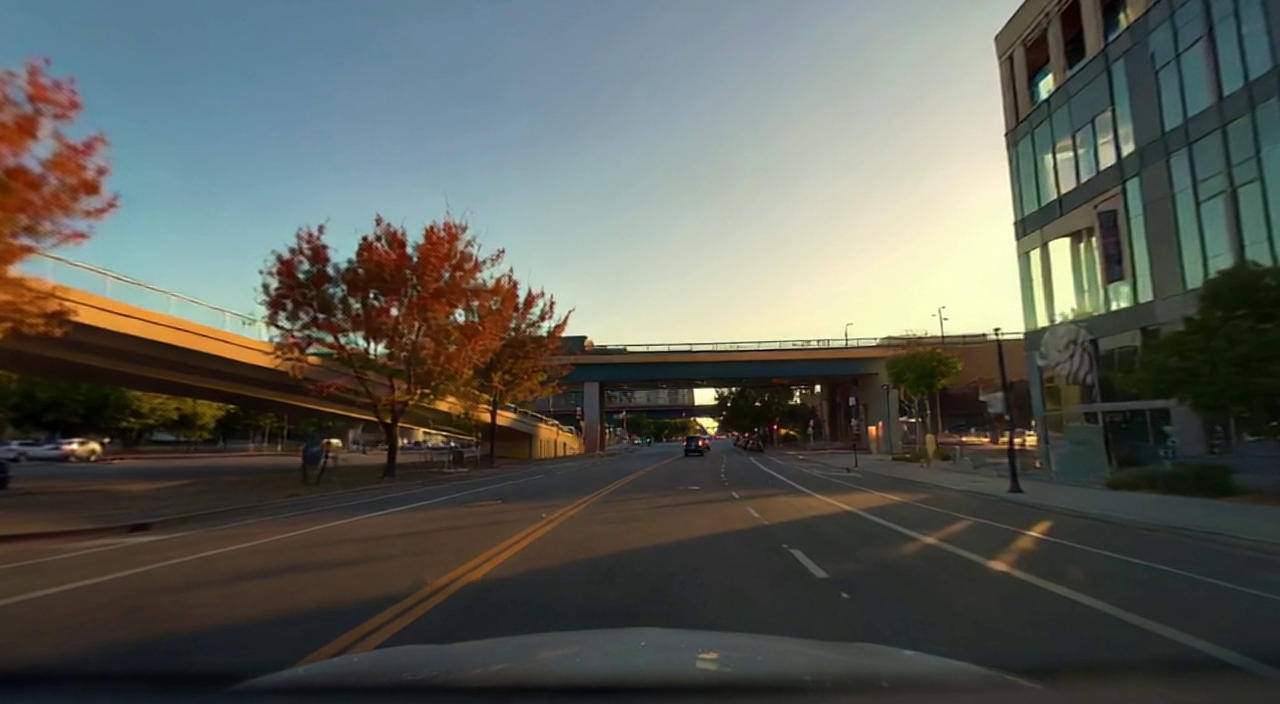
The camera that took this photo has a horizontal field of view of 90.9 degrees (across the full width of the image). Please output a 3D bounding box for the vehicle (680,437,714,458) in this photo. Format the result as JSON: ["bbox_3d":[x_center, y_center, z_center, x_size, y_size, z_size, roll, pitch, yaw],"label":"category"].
[{"bbox_3d":[4.333,7.160,47.122,2.280,1.475,4.051,-1,-8,8],"label":"vehicle"}]
